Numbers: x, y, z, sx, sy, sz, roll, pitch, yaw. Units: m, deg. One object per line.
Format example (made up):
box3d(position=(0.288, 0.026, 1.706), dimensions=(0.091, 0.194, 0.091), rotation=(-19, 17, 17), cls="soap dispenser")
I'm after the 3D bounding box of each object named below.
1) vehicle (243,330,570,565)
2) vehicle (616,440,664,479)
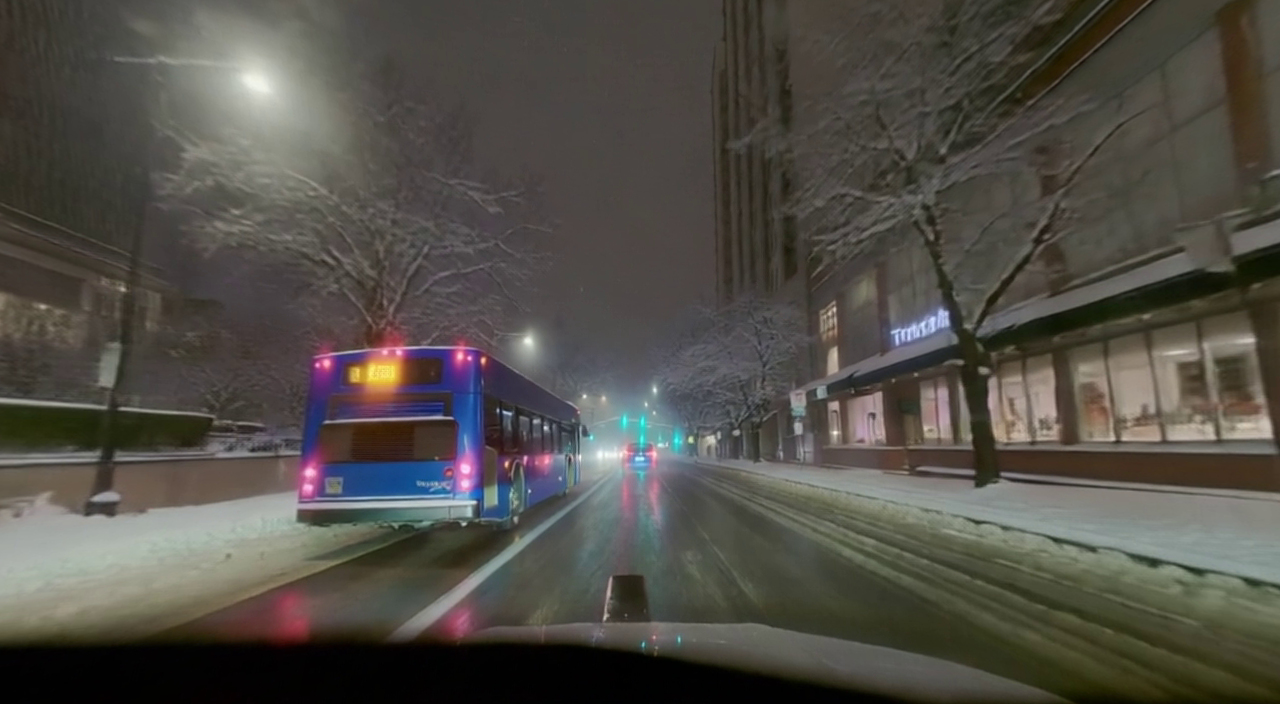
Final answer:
box3d(position=(-3.353, 1.742, 12.151), dimensions=(2.920, 2.884, 8.588), rotation=(0, -8, 1), cls="vehicle")
box3d(position=(0.042, 5.051, 29.853), dimensions=(2.120, 1.727, 3.917), rotation=(0, -9, 1), cls="vehicle")
